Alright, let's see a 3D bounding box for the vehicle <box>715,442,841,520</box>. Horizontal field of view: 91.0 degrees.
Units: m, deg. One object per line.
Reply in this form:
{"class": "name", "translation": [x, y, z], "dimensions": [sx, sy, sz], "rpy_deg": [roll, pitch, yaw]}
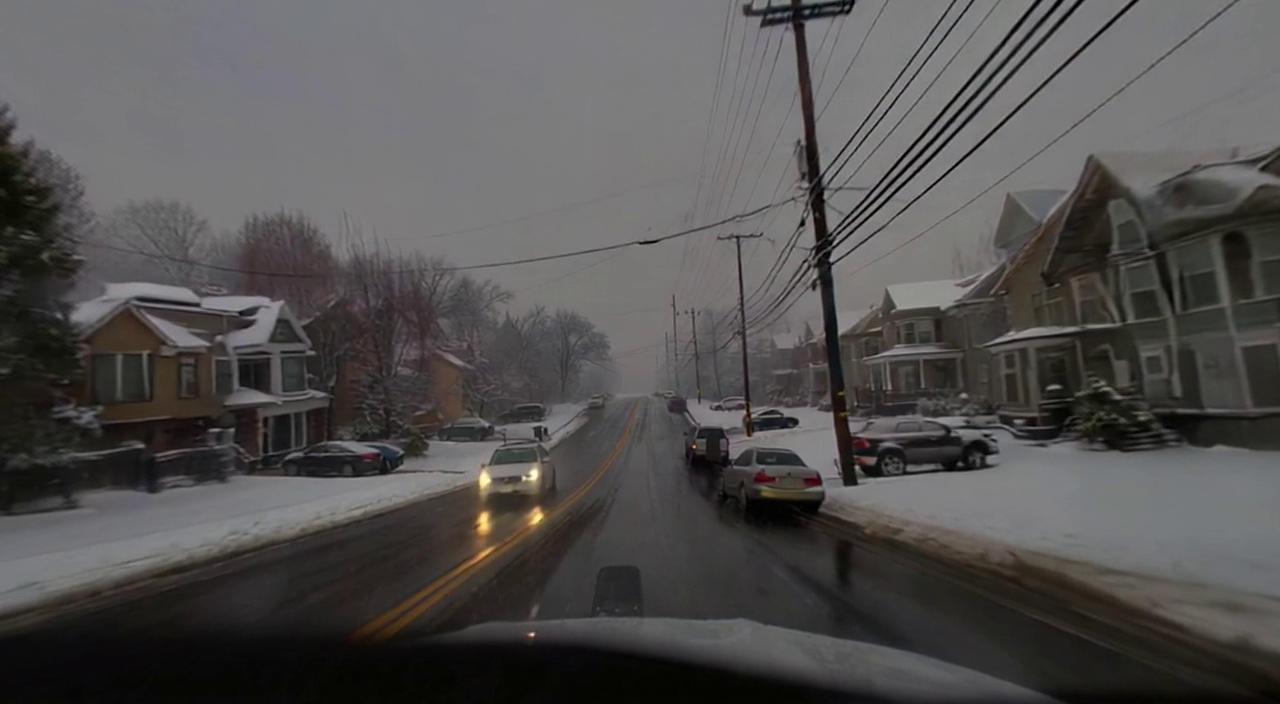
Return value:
{"class": "vehicle", "translation": [2.943, 2.851, 14.505], "dimensions": [2.063, 1.503, 4.415], "rpy_deg": [0, -9, 2]}

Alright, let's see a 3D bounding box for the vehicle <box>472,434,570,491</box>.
{"class": "vehicle", "translation": [-3.587, 3.395, 19.852], "dimensions": [2.096, 1.542, 4.481], "rpy_deg": [0, -7, 2]}

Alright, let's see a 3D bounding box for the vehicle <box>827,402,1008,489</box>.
{"class": "vehicle", "translation": [8.119, 2.768, 18.726], "dimensions": [4.286, 2.044, 1.913], "rpy_deg": [-5, -8, -1]}

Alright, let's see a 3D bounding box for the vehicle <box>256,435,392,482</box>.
{"class": "vehicle", "translation": [-11.989, 4.051, 24.139], "dimensions": [4.236, 1.654, 1.745], "rpy_deg": [0, -8, -5]}

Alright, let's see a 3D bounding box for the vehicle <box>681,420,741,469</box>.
{"class": "vehicle", "translation": [3.185, 4.220, 29.369], "dimensions": [2.211, 1.860, 4.813], "rpy_deg": [0, -4, 0]}

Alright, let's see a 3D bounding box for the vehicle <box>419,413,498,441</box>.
{"class": "vehicle", "translation": [-12.015, 5.013, 41.812], "dimensions": [4.525, 1.797, 2.024], "rpy_deg": [-1, -9, 5]}

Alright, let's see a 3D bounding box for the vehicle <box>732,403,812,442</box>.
{"class": "vehicle", "translation": [8.572, 4.650, 41.212], "dimensions": [4.622, 1.826, 2.065], "rpy_deg": [-8, -9, 0]}
